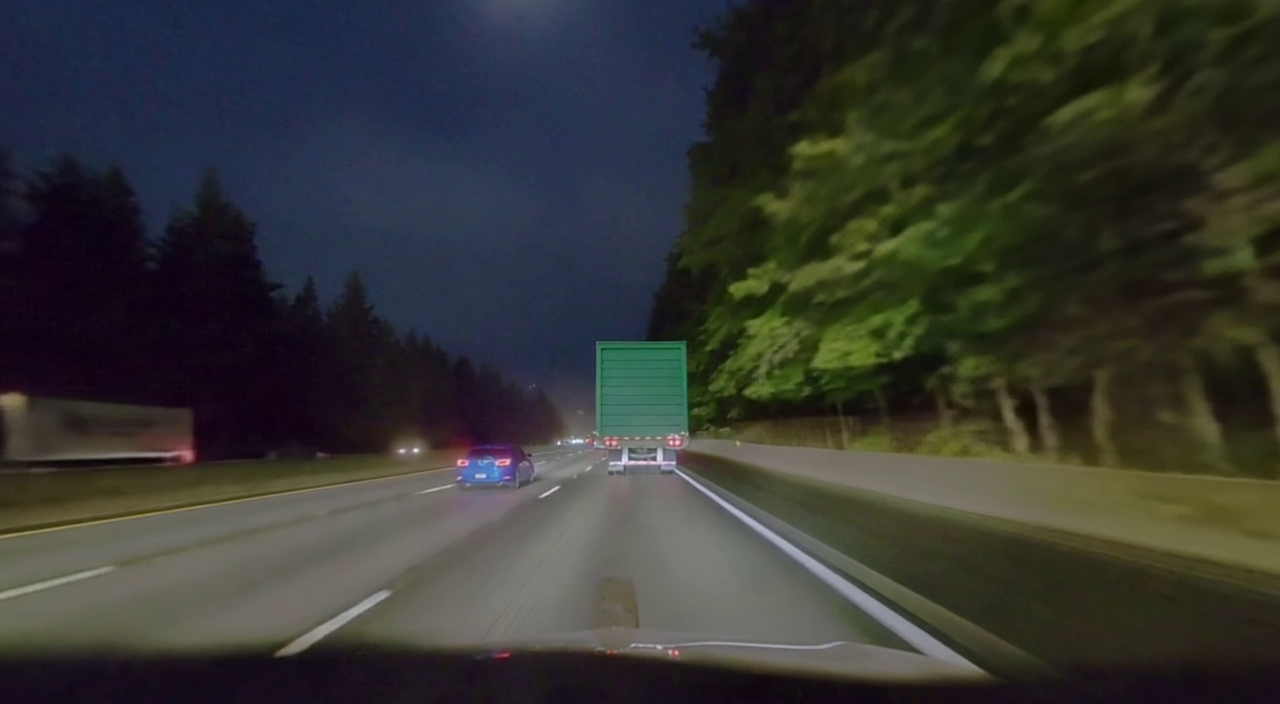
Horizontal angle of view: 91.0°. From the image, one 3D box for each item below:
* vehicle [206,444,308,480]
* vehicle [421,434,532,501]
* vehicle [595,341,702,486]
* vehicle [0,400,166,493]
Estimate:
[{"bbox_3d":[-16.745,4.797,27.805,1.874,1.450,4.289,0,-8,-2],"label":"vehicle"},{"bbox_3d":[-4.199,3.016,16.893,1.854,1.530,4.268,0,-8,0],"label":"vehicle"},{"bbox_3d":[0.117,2.505,23.562,3.073,4.196,10.546,0,-8,-1],"label":"vehicle"},{"bbox_3d":[-24.439,3.849,25.717,2.814,3.292,9.552,0,-8,-1],"label":"vehicle"}]
